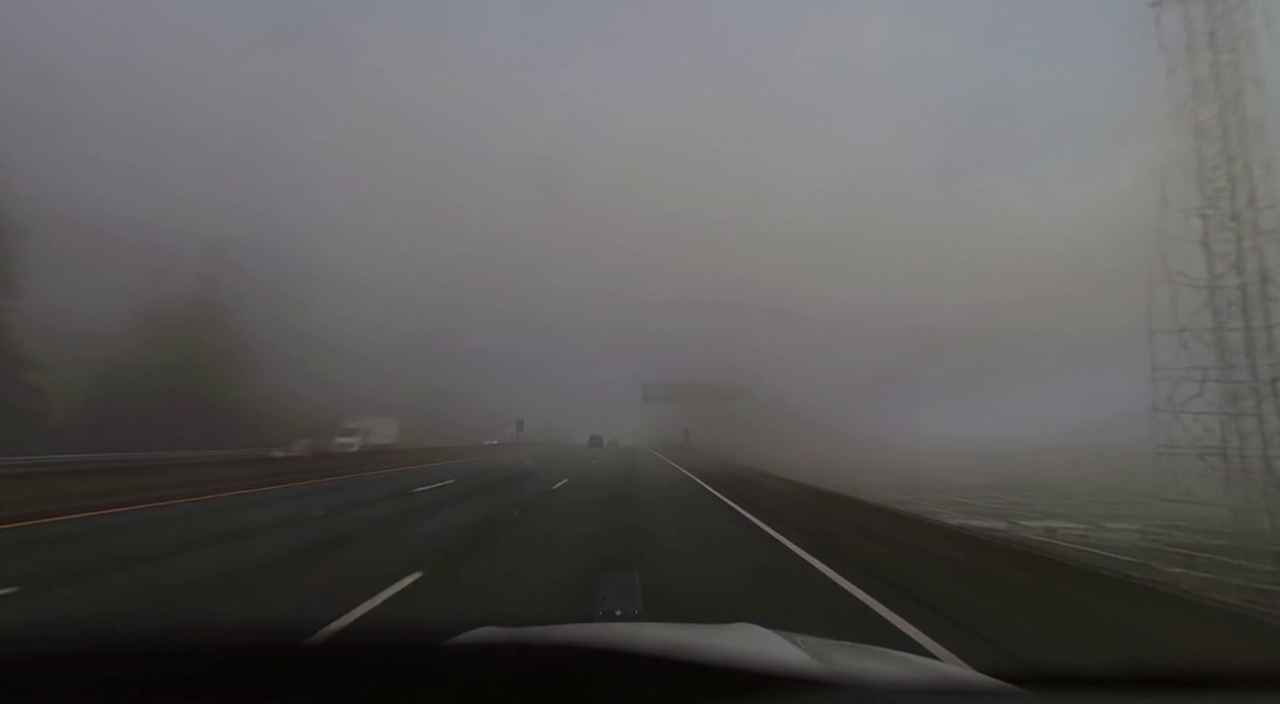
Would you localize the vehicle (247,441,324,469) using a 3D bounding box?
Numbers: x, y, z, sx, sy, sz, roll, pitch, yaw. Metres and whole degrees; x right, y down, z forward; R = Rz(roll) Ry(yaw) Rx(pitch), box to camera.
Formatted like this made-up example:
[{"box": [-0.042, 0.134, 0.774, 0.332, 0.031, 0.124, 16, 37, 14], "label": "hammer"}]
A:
[{"box": [-20.371, 5.922, 36.401, 1.885, 1.507, 4.484, 0, -8, -1], "label": "vehicle"}]
